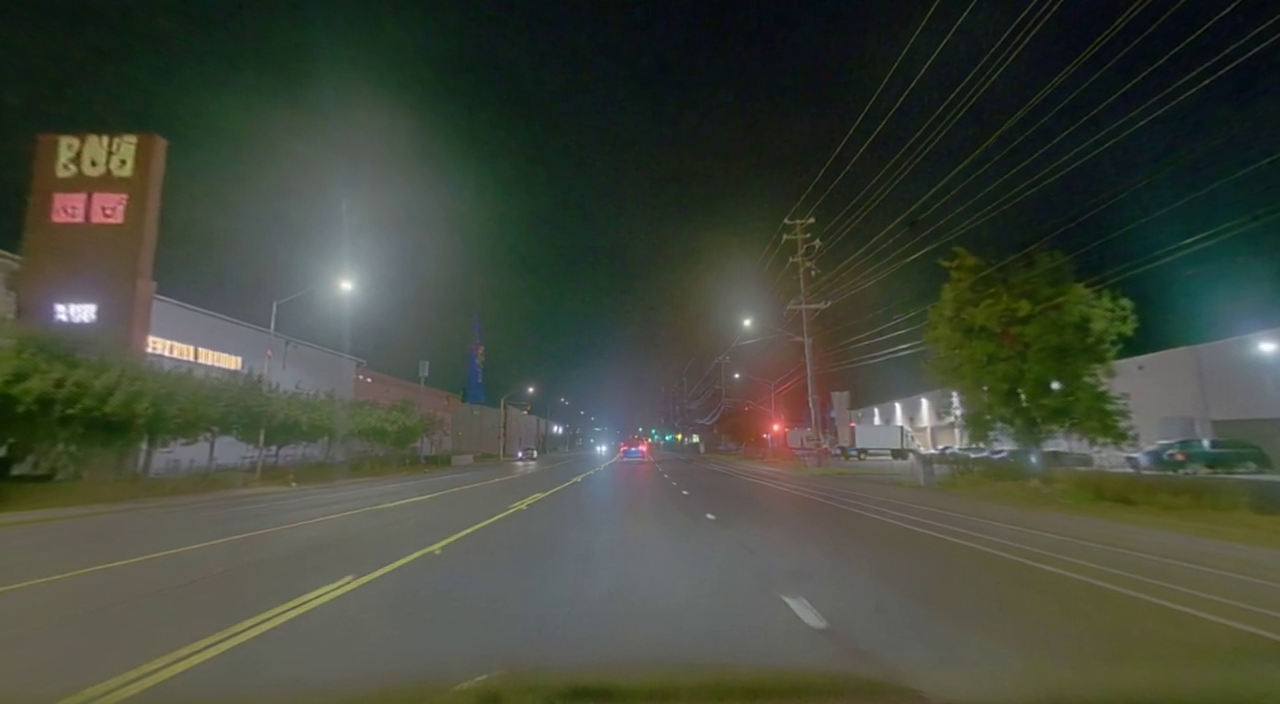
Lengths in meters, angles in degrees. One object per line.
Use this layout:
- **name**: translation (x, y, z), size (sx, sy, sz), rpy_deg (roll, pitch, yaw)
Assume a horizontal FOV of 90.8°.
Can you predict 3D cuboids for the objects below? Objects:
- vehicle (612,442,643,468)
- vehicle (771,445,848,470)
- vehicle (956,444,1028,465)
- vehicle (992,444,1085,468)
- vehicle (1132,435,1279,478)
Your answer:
- **vehicle**: translation (-0.791, 6.667, 41.253), size (1.937, 1.588, 3.746), rpy_deg (0, -8, 0)
- **vehicle**: translation (11.701, 7.316, 43.926), size (4.758, 1.496, 1.871), rpy_deg (-2, -9, -1)
- **vehicle**: translation (25.768, 7.533, 46.374), size (4.134, 1.441, 1.836), rpy_deg (-1, -8, 1)
- **vehicle**: translation (25.745, 6.701, 40.917), size (4.625, 1.484, 1.997), rpy_deg (-1, -8, 1)
- **vehicle**: translation (24.828, 4.566, 27.679), size (4.805, 1.781, 1.974), rpy_deg (0, -8, 0)
